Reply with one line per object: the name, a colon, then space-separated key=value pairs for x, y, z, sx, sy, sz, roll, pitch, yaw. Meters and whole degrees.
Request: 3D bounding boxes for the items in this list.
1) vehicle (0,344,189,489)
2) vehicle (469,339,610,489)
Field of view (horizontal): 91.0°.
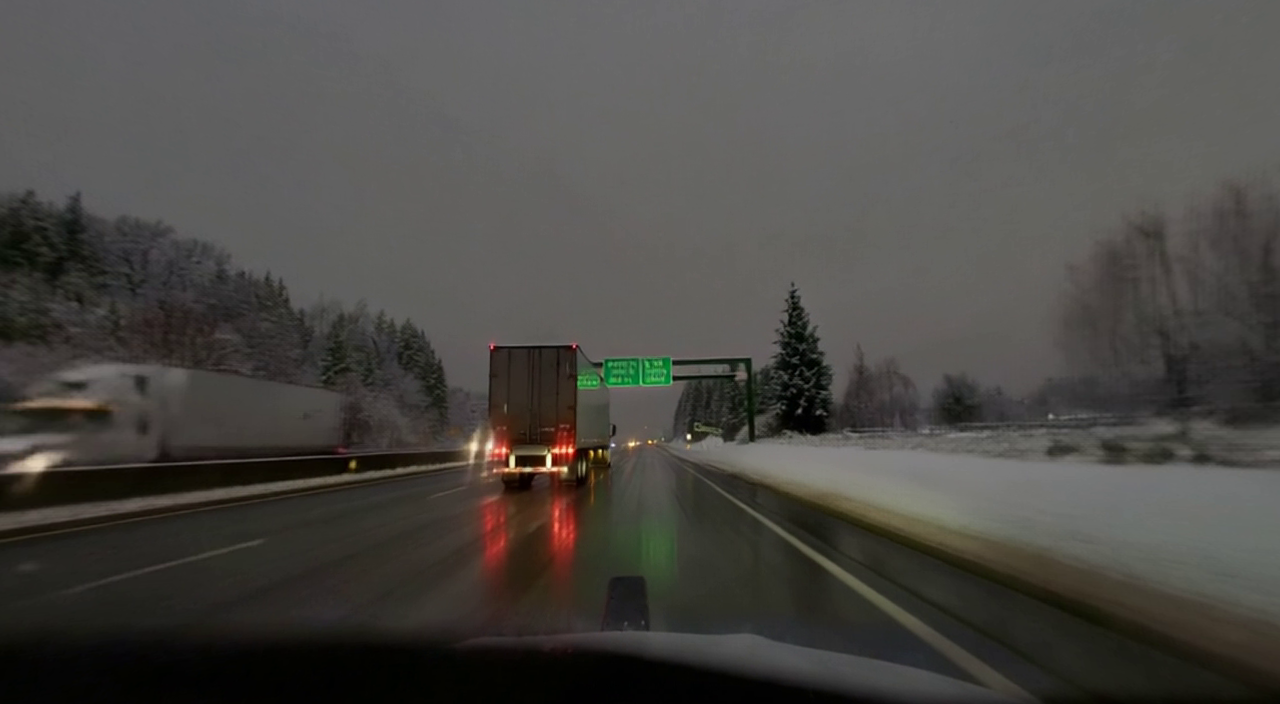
vehicle: x=-18.130 y=2.133 z=20.087 sx=2.973 sy=3.958 sz=5.603 roll=0 pitch=-8 yaw=1
vehicle: x=-3.060 y=2.677 z=24.233 sx=2.947 sy=4.051 sz=14.256 roll=-1 pitch=-8 yaw=1
